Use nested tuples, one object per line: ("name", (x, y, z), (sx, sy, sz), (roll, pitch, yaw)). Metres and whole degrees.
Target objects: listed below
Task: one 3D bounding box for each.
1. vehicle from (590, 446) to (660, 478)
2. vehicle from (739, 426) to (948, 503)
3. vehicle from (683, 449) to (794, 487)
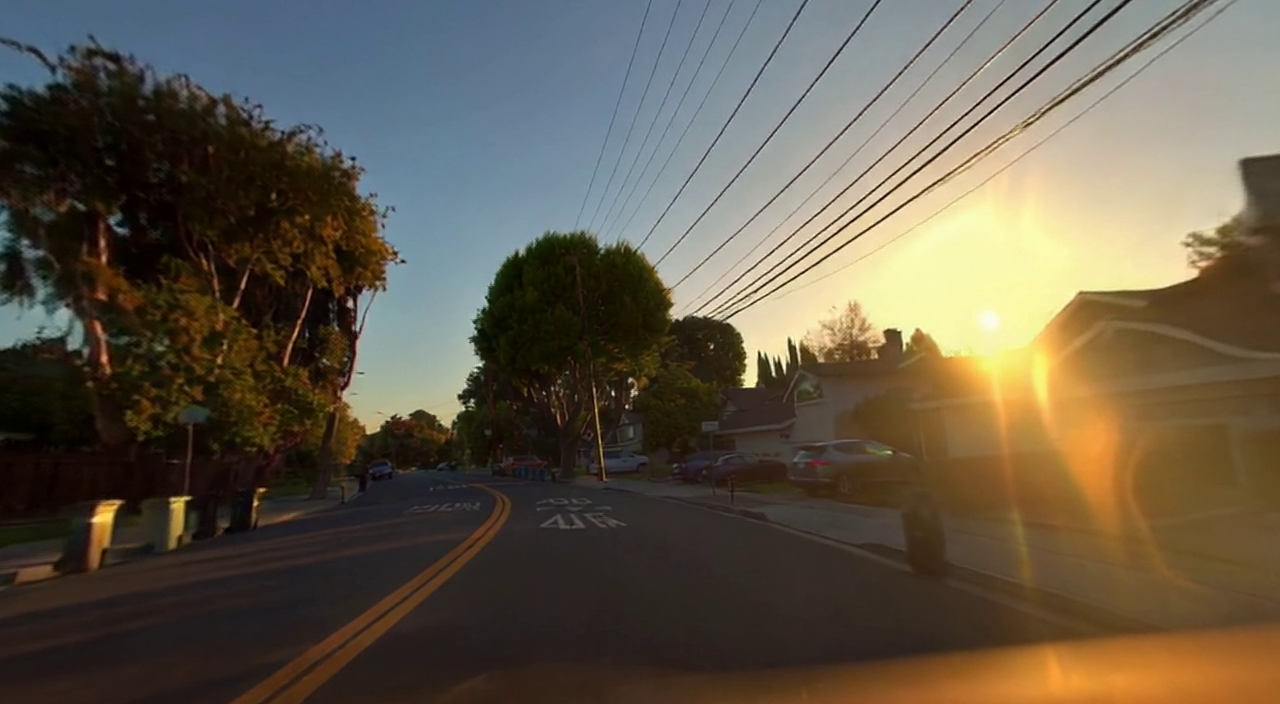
("vehicle", (-1.053, 7.500, 43.281), (4.337, 1.768, 1.962), (-1, -8, -21))
("vehicle", (5.824, 3.275, 18.482), (5.229, 1.790, 2.153), (-2, -11, -10))
("vehicle", (4.265, 5.027, 27.645), (4.382, 1.531, 1.925), (2, -9, -14))
